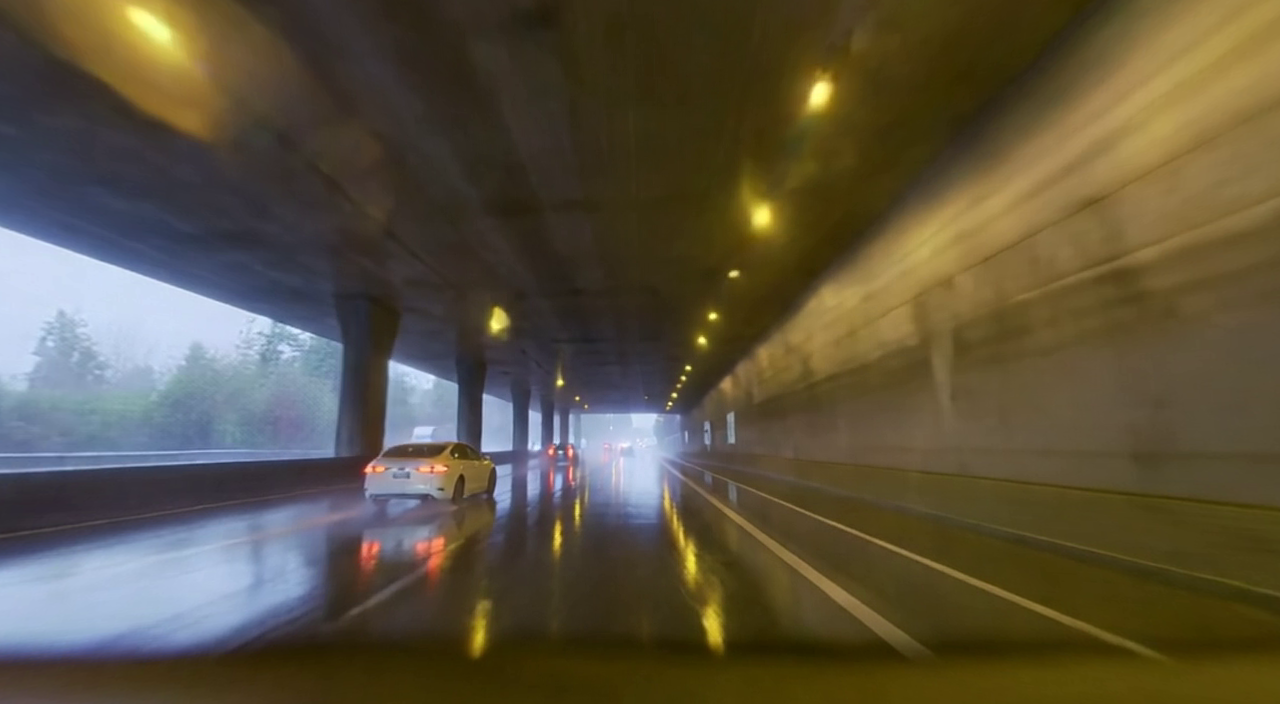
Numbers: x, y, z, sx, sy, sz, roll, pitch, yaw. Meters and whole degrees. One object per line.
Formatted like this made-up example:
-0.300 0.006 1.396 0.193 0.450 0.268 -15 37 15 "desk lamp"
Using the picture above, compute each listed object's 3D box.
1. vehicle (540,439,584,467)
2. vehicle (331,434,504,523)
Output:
-4.370 5.731 35.791 1.973 1.474 4.199 0 -8 0 "vehicle"
-4.109 2.382 12.474 1.885 1.424 4.230 0 -8 0 "vehicle"
